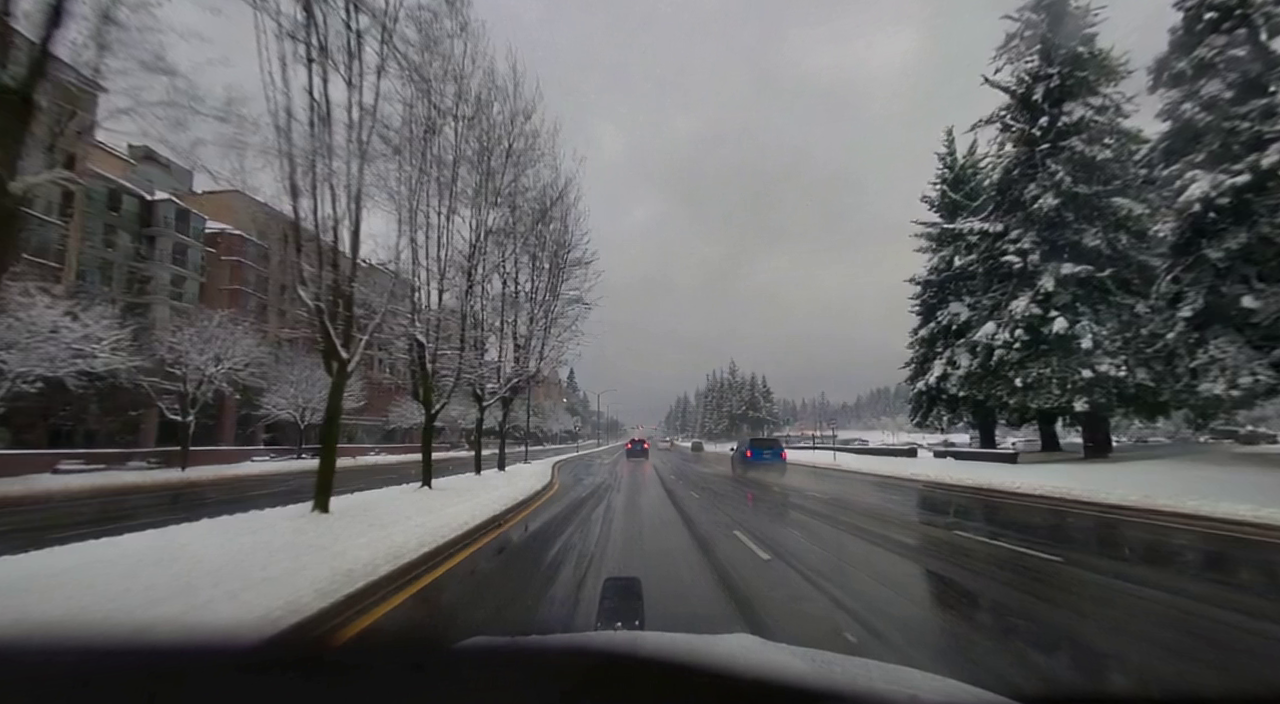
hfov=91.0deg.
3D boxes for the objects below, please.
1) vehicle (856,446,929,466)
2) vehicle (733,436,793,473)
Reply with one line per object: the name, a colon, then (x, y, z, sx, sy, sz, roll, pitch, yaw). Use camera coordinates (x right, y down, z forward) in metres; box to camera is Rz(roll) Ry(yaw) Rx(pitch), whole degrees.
vehicle: (19.066, 7.884, 47.672, 4.683, 1.462, 1.995, 0, -9, -1)
vehicle: (6.564, 5.542, 34.206, 2.136, 1.799, 4.796, 0, -9, -2)
